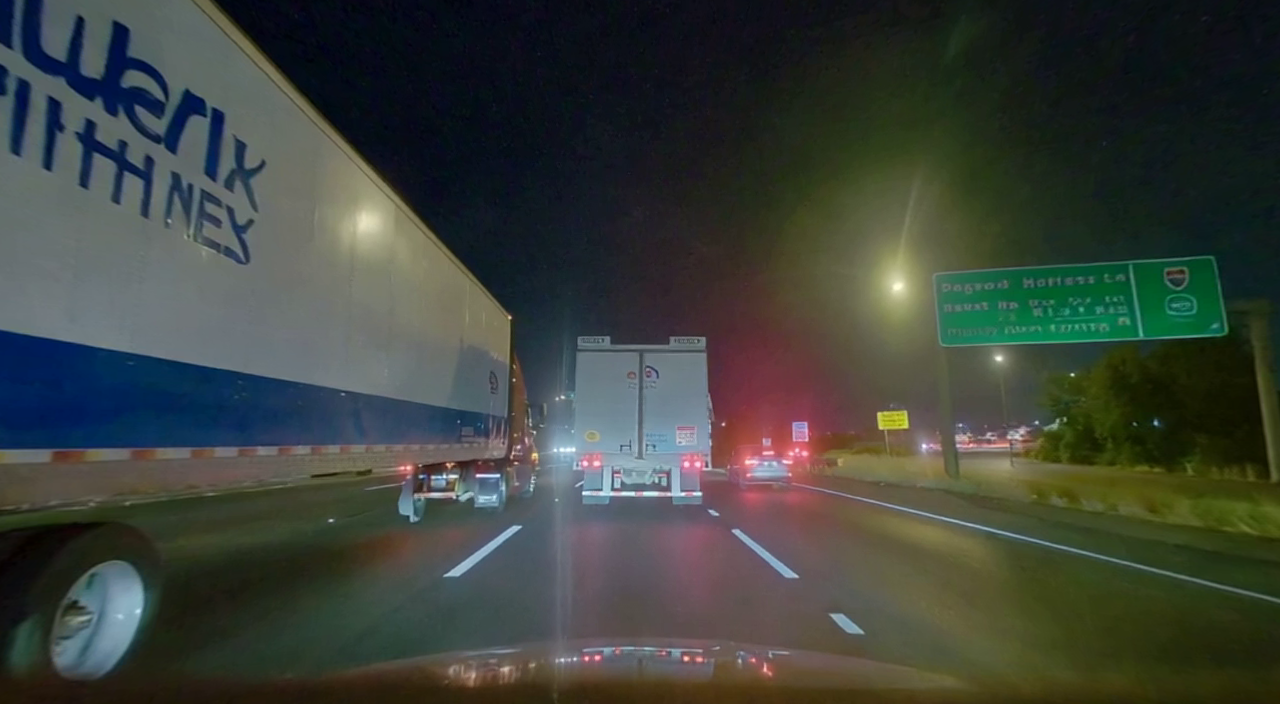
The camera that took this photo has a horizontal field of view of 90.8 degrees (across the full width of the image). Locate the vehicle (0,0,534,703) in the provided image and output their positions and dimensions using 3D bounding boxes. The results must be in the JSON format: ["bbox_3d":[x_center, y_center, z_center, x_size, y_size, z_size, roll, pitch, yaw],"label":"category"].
[{"bbox_3d":[-4.098,0.416,7.461,2.873,4.107,15.970,0,-8,0],"label":"vehicle"}]

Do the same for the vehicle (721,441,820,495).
[{"bbox_3d":[3.856,3.507,19.552,2.010,1.446,4.579,0,-9,-1],"label":"vehicle"}]

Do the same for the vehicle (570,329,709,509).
[{"bbox_3d":[-0.094,2.119,18.367,2.910,3.828,9.805,0,-9,-1],"label":"vehicle"}]
